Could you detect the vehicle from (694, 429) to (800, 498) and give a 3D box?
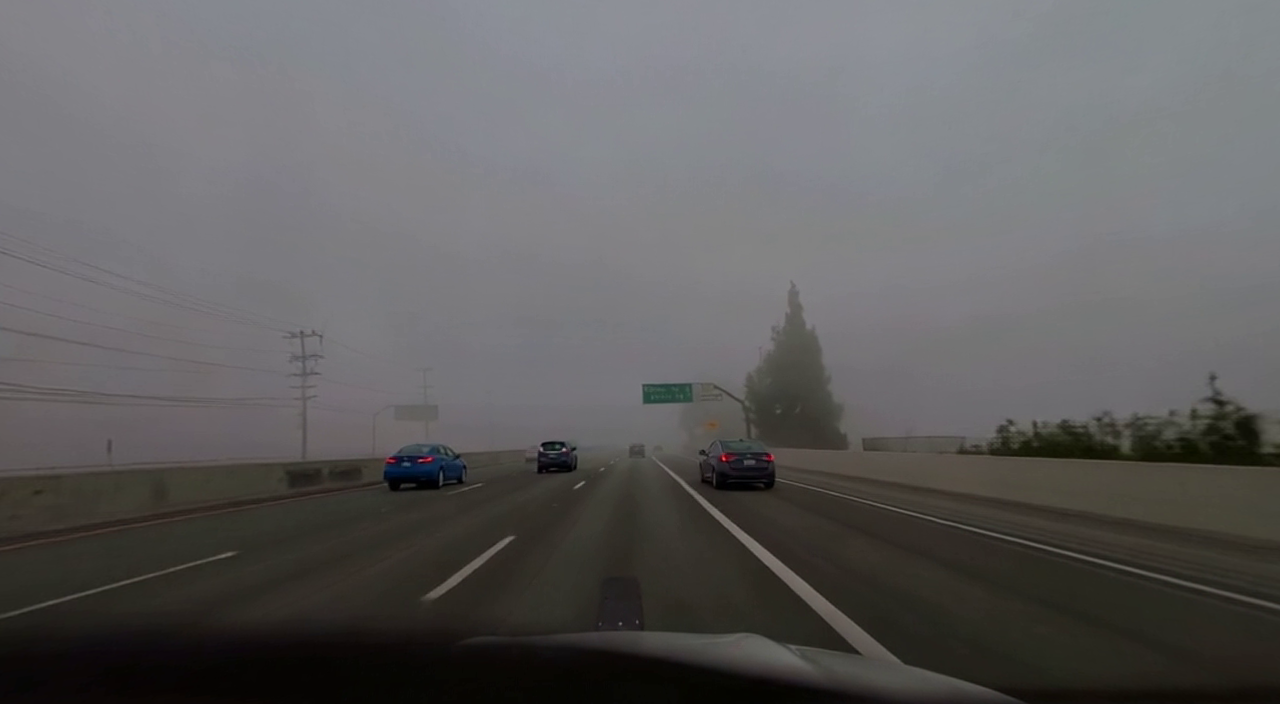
[{"bbox_3d":[2.829,3.073,17.773,2.100,1.659,4.387,0,-8,-2],"label":"vehicle"}]

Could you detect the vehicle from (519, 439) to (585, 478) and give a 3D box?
[{"bbox_3d":[-3.551,4.401,26.355,2.066,1.488,4.377,0,-8,1],"label":"vehicle"}]

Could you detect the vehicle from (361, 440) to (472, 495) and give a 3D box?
[{"bbox_3d":[-6.679,3.475,19.411,1.903,1.482,4.180,0,-8,-1],"label":"vehicle"}]
